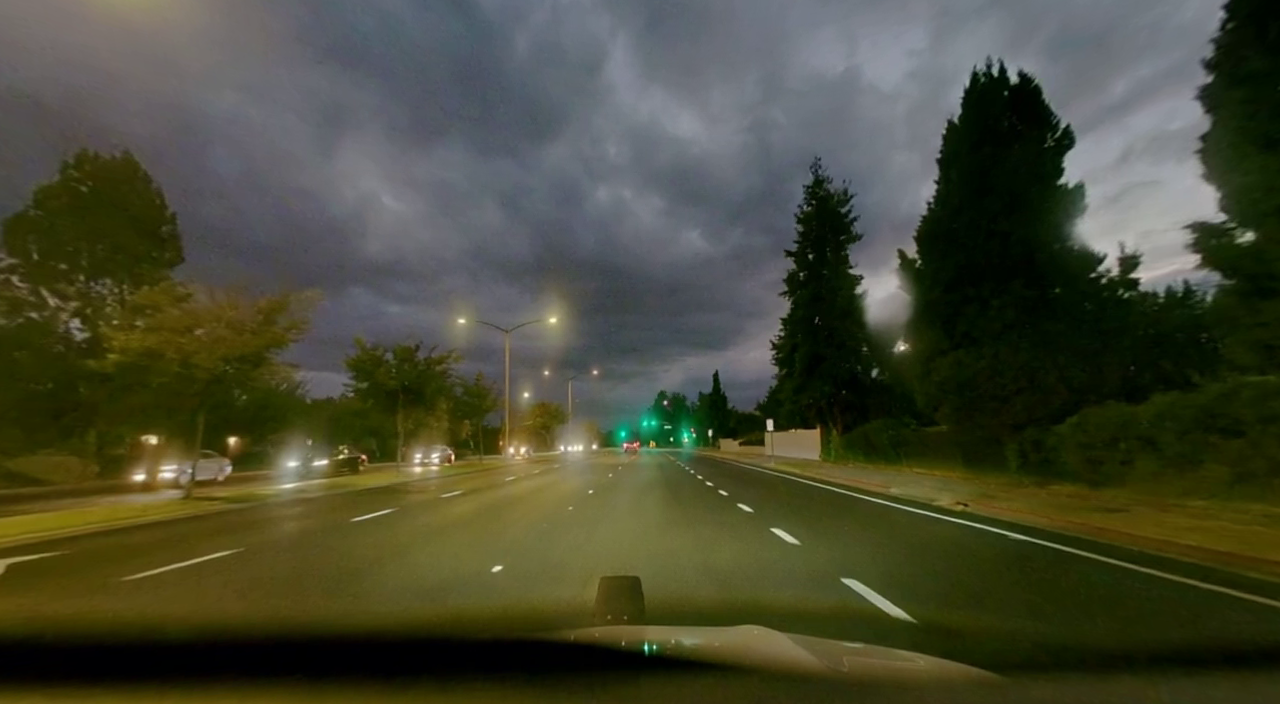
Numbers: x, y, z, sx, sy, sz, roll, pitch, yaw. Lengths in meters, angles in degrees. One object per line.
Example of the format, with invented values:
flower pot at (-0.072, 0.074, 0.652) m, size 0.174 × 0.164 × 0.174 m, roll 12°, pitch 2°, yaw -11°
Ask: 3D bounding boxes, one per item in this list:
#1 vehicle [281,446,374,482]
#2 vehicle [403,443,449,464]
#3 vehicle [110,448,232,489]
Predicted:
vehicle at (-13.569, 4.866, 27.686) m, size 1.782 × 1.444 × 4.239 m, roll -1°, pitch -9°, yaw 2°
vehicle at (-16.583, 7.868, 48.996) m, size 1.869 × 1.557 × 4.424 m, roll -1°, pitch -9°, yaw 2°
vehicle at (-20.793, 5.164, 28.219) m, size 1.970 × 1.650 × 4.463 m, roll -1°, pitch -9°, yaw 1°
